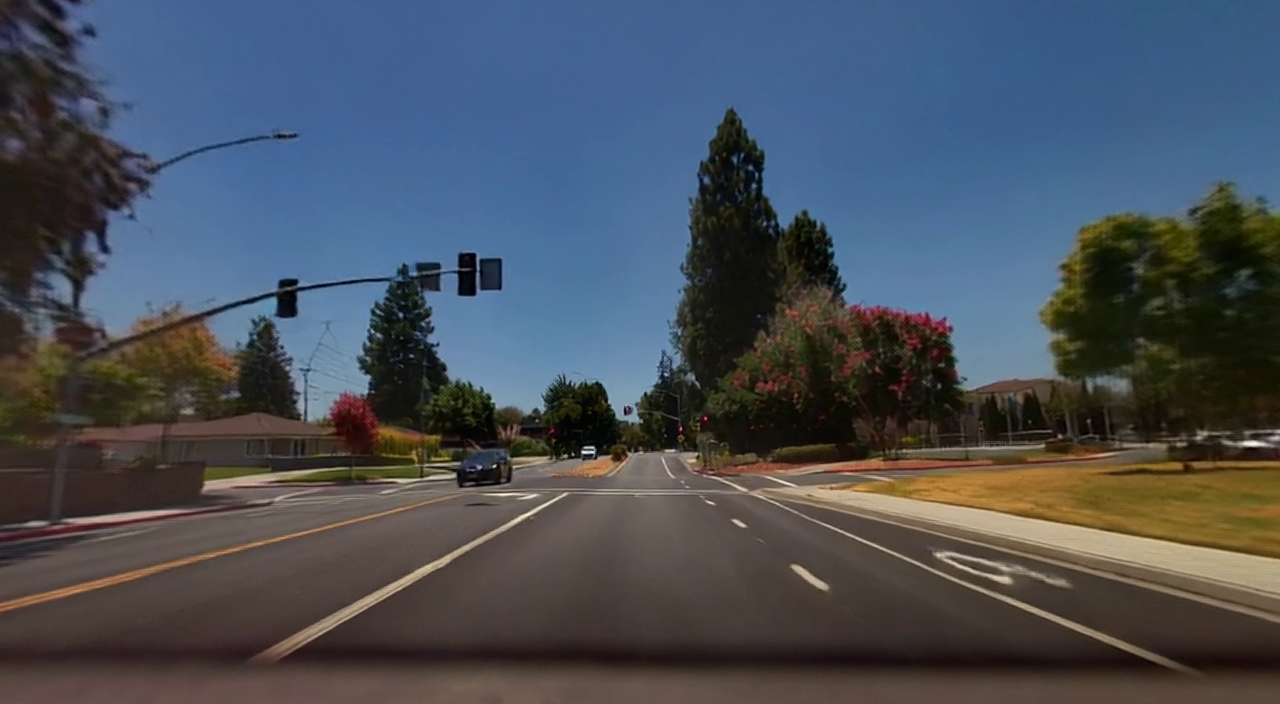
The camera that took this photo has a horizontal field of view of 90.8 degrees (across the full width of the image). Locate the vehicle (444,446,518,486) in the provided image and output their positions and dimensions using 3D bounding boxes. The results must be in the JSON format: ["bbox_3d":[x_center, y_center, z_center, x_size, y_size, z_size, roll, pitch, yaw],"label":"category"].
[{"bbox_3d":[-7.703,5.572,31.189,2.262,1.761,4.966,0,-8,1],"label":"vehicle"}]

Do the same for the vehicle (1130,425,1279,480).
[{"bbox_3d":[18.704,3.176,20.190,1.938,1.511,4.994,0,-8,-2],"label":"vehicle"}]
